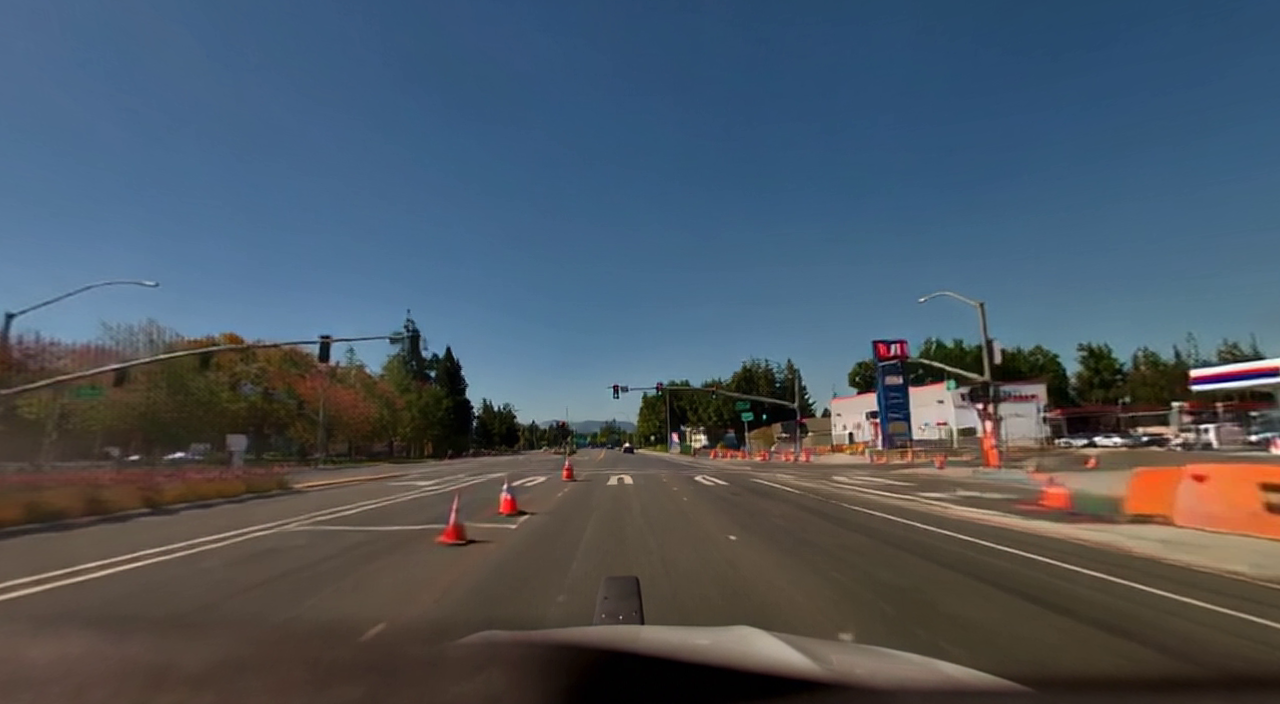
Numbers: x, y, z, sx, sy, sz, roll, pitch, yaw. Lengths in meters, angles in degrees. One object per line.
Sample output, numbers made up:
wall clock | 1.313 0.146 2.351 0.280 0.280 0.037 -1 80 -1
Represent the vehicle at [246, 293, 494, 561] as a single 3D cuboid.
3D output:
vehicle | -3.995 1.157 10.130 2.637 3.576 3.006 -1 -7 -1
